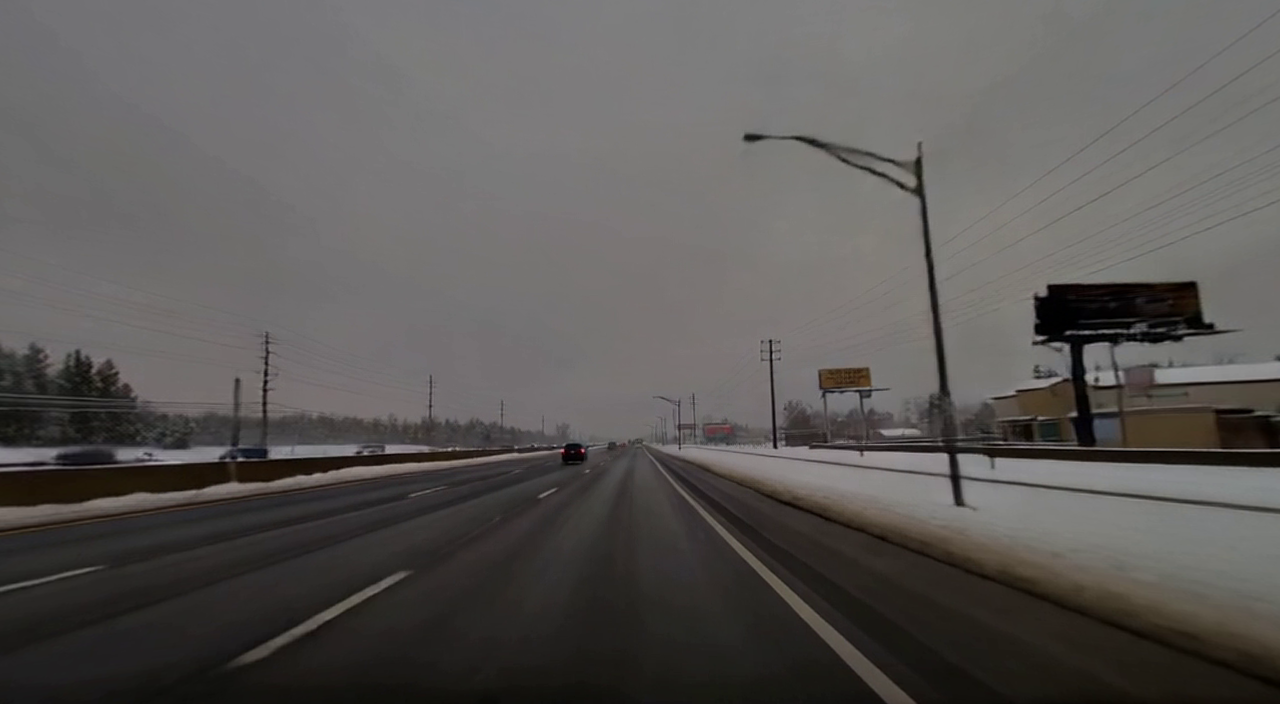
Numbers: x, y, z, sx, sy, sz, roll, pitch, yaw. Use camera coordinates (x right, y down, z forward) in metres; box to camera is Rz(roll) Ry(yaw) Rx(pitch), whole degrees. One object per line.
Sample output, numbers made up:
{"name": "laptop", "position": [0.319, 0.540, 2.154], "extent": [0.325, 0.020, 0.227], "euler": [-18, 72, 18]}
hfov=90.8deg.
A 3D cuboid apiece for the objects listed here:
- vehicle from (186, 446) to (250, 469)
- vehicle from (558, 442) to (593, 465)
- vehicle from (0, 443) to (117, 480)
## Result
{"name": "vehicle", "position": [-32.932, 8.194, 49.445], "extent": [1.899, 1.687, 4.484], "euler": [0, -9, 0]}
{"name": "vehicle", "position": [-4.272, 6.807, 42.462], "extent": [1.940, 1.479, 4.545], "euler": [0, -9, -1]}
{"name": "vehicle", "position": [-29.448, 5.502, 32.025], "extent": [1.975, 1.687, 4.555], "euler": [0, -8, 0]}
